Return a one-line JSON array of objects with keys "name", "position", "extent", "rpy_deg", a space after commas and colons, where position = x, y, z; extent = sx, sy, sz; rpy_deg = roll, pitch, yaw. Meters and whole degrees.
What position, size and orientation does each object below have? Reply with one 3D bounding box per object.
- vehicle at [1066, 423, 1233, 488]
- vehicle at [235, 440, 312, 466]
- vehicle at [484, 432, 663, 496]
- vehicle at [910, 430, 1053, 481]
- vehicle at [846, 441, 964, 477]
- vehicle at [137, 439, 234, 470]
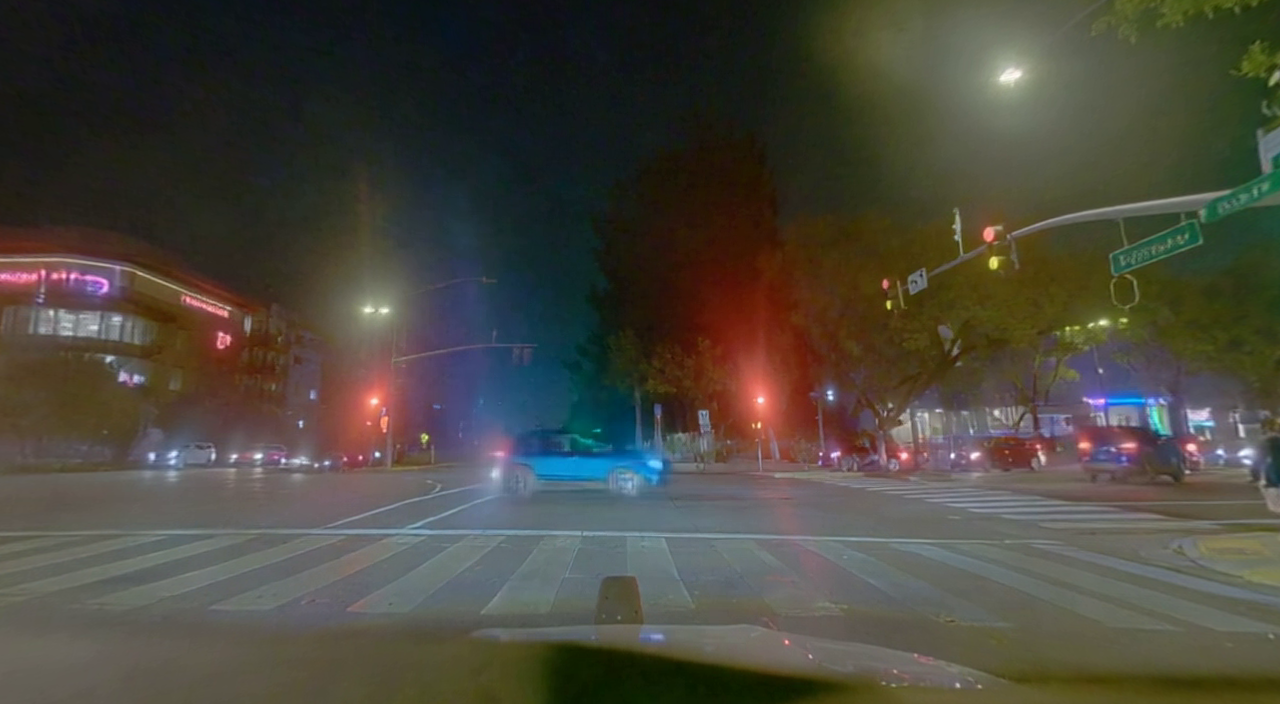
[{"name": "vehicle", "position": [15.759, 3.162, 19.545], "extent": [4.509, 1.821, 2.066], "rpy_deg": [4, -9, -25]}, {"name": "vehicle", "position": [-27.992, 7.701, 48.568], "extent": [2.388, 1.858, 6.056], "rpy_deg": [0, -8, -2]}, {"name": "vehicle", "position": [-1.719, 2.959, 16.913], "extent": [4.312, 1.540, 2.007], "rpy_deg": [-3, -9, 17]}, {"name": "vehicle", "position": [13.001, 3.918, 24.091], "extent": [4.742, 1.762, 2.180], "rpy_deg": [3, -9, -22]}, {"name": "vehicle", "position": [11.482, 4.621, 27.526], "extent": [4.317, 1.491, 1.896], "rpy_deg": [1, -9, -11]}, {"name": "vehicle", "position": [-31.332, 7.081, 43.869], "extent": [2.456, 1.961, 5.978], "rpy_deg": [0, -8, -3]}]
